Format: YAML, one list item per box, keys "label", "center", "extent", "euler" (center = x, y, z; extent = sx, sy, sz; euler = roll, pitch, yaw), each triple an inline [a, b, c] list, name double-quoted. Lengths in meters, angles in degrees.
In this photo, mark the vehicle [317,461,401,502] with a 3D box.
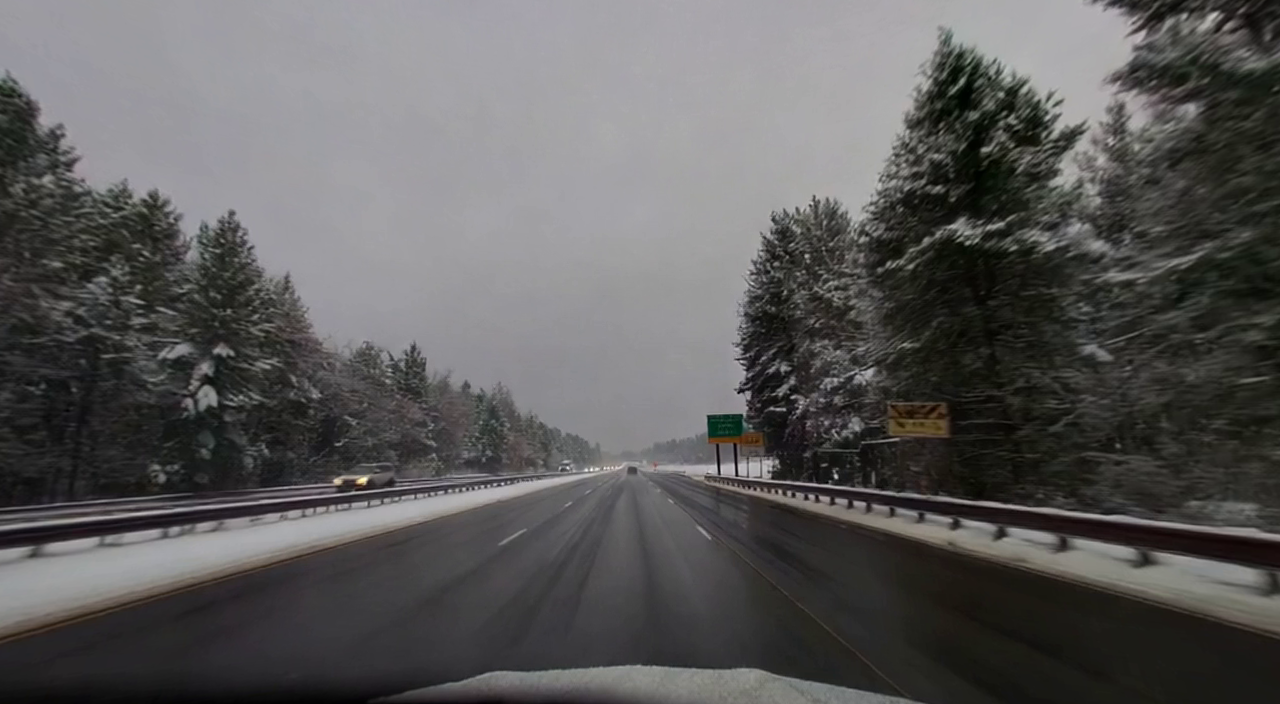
- label: "vehicle"
  center: [-13.227, 6.117, 29.994]
  extent: [1.936, 1.728, 4.486]
  euler: [1, -11, 0]
